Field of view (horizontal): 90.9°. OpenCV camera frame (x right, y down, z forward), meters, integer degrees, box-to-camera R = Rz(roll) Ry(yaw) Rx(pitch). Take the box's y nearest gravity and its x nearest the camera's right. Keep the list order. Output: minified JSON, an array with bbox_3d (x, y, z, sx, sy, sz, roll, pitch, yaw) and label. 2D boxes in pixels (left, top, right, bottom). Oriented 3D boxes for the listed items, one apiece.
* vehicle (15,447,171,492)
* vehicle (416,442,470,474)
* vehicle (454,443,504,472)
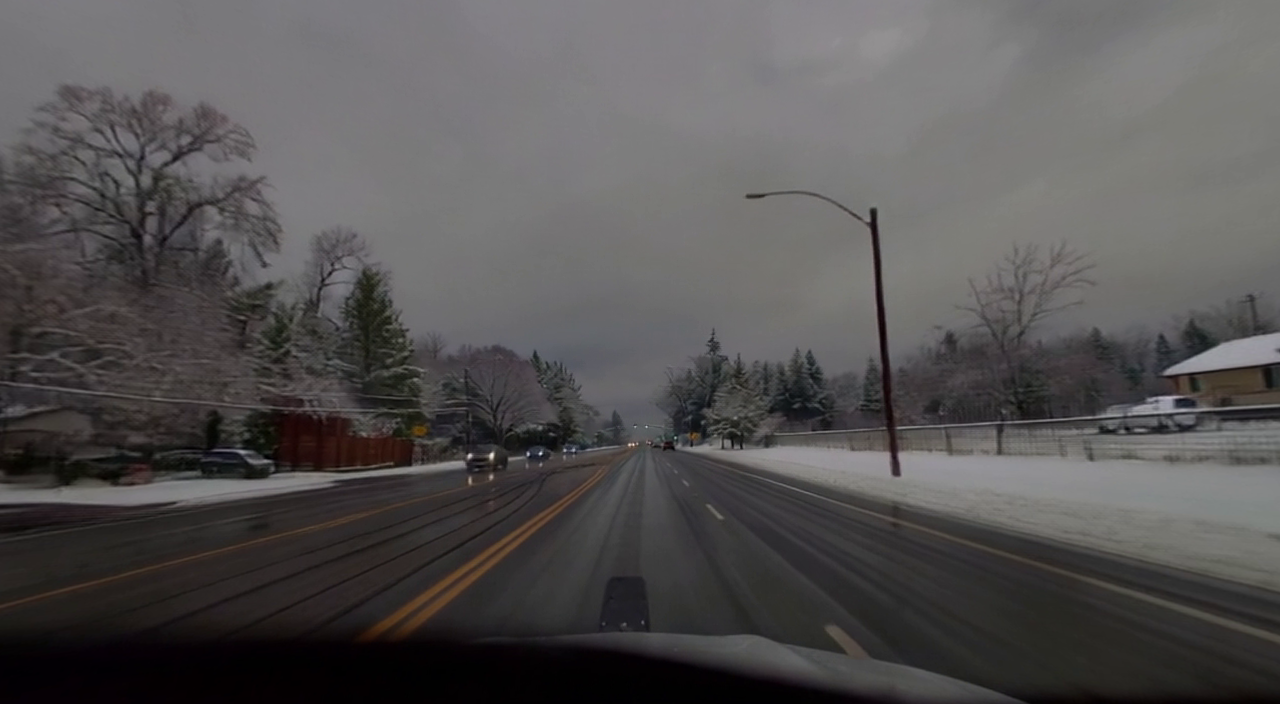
[{"bbox_3d":[-22.463,4.820,26.018,4.530,1.769,2.003,0,-9,1],"label":"vehicle"},{"bbox_3d":[-14.115,7.587,45.515,2.071,1.899,5.640,-4,-8,1],"label":"vehicle"},{"bbox_3d":[-9.938,6.541,39.176,1.962,1.680,3.925,0,-9,1],"label":"vehicle"}]
